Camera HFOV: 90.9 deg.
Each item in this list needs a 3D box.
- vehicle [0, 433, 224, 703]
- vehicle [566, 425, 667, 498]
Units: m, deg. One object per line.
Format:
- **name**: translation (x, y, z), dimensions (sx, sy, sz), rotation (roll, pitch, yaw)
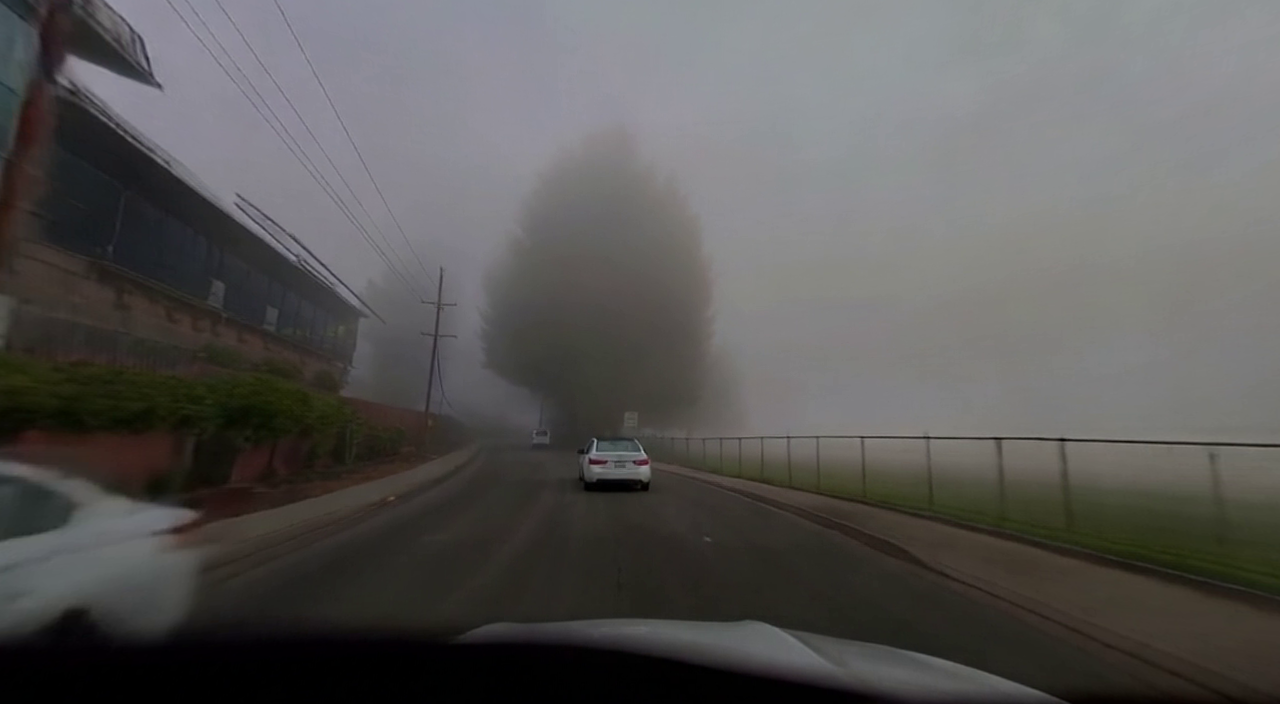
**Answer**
- **vehicle**: translation (-3.427, 0.926, 1.595), dimensions (1.957, 1.442, 4.180), rotation (0, -8, -1)
- **vehicle**: translation (-0.701, 2.534, 15.075), dimensions (2.060, 1.487, 3.920), rotation (1, -8, -7)
